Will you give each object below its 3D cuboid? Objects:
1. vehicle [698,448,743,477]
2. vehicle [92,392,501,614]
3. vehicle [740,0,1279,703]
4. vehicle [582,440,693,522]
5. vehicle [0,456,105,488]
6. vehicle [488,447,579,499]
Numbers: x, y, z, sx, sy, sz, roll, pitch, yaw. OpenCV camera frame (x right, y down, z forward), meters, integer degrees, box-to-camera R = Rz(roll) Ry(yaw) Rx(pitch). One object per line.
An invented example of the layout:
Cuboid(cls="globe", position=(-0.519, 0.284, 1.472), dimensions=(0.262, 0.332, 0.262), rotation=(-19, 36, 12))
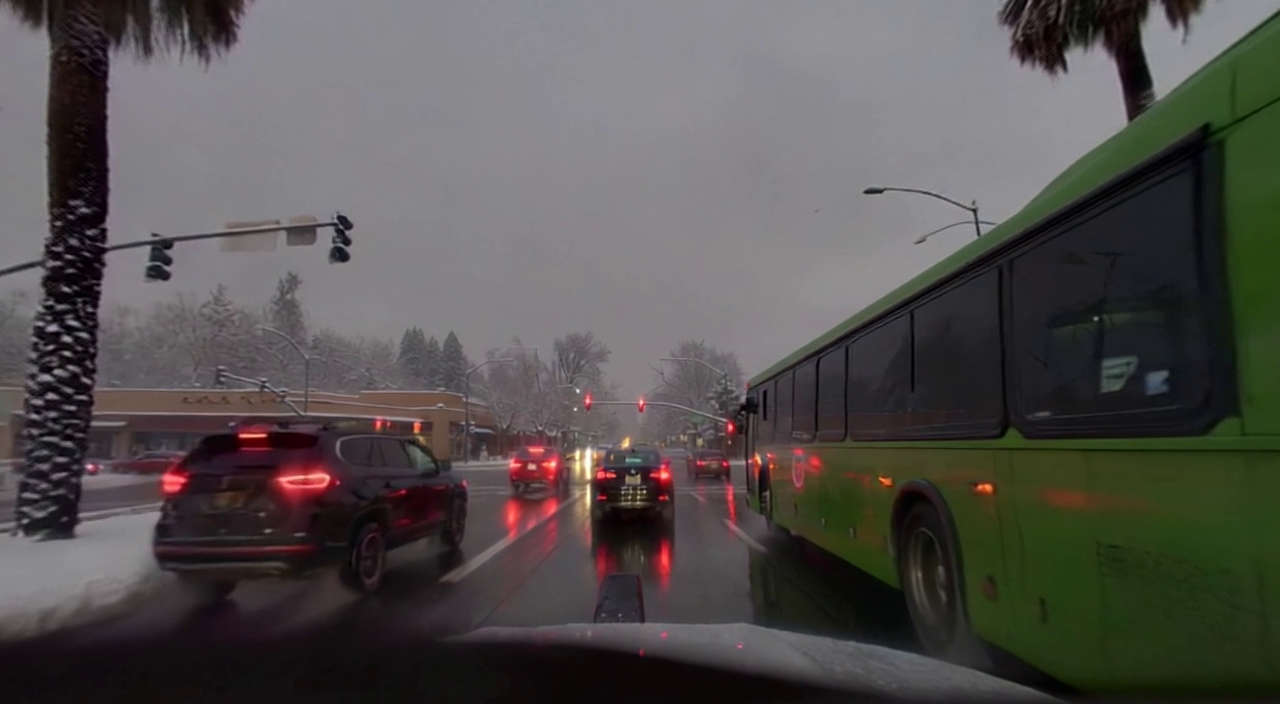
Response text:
Cuboid(cls="vehicle", position=(4.355, 6.012, 34.725), dimensions=(1.989, 1.467, 4.364), rotation=(0, -9, 1))
Cuboid(cls="vehicle", position=(-3.408, 1.625, 7.797), dimensions=(2.145, 1.824, 4.974), rotation=(0, -9, 1))
Cuboid(cls="vehicle", position=(3.709, 0.308, 6.819), dimensions=(3.068, 4.026, 13.534), rotation=(0, -9, 0))
Cuboid(cls="vehicle", position=(-0.034, 2.678, 13.635), dimensions=(2.060, 1.499, 3.831), rotation=(0, -9, 0))
Cuboid(cls="vehicle", position=(-36.851, 7.434, 39.343), dimensions=(4.855, 1.812, 2.153), rotation=(1, -9, -6))
Cuboid(cls="vehicle", position=(-3.164, 3.679, 19.661), dimensions=(1.919, 1.415, 4.178), rotation=(0, -9, 2))
